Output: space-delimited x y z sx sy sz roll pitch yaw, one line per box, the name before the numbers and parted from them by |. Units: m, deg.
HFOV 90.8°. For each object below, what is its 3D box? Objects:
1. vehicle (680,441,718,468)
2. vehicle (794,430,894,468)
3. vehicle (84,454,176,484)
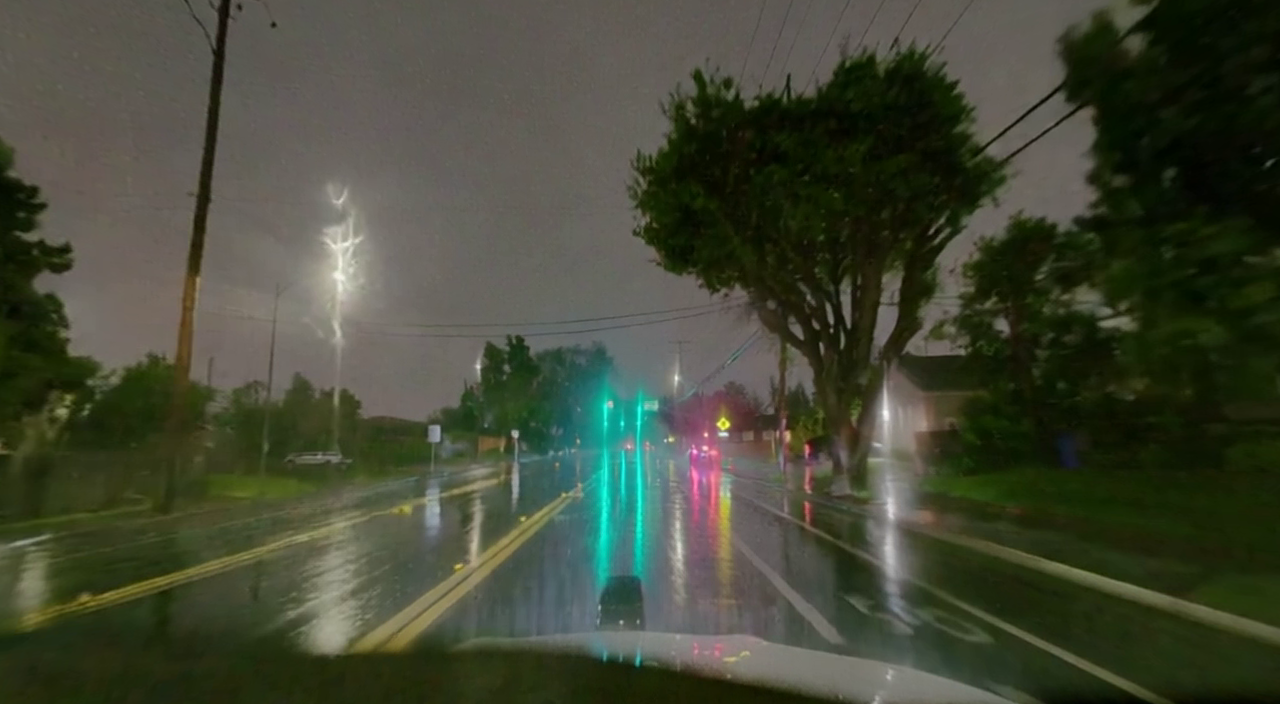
vehicle | 3.813 6.696 41.258 1.900 1.661 4.346 0 -9 -2
vehicle | 10.205 4.859 31.551 4.434 1.730 2.081 -5 -9 24
vehicle | -35.542 8.134 44.263 1.986 1.854 5.454 0 -8 -1
